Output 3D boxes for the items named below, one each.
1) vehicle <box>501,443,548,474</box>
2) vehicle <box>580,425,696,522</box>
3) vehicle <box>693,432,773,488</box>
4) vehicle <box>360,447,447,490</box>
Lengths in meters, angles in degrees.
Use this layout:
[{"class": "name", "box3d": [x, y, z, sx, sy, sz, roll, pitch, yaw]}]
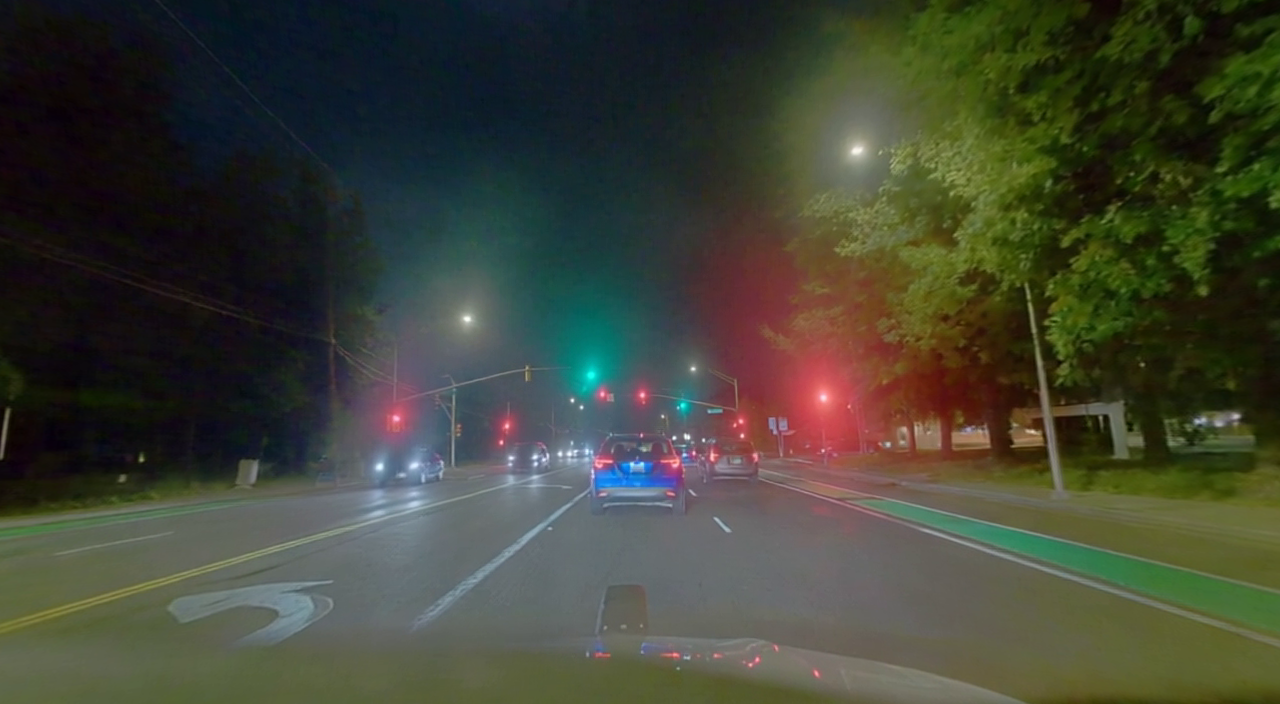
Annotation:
[{"class": "vehicle", "box3d": [-6.907, 6.396, 38.211, 2.005, 1.729, 4.293, 0, -8, 0]}, {"class": "vehicle", "box3d": [-0.026, 2.503, 13.457, 2.109, 1.730, 3.963, 0, -8, 0]}, {"class": "vehicle", "box3d": [3.223, 3.863, 22.841, 2.189, 1.815, 4.495, 0, -8, 0]}, {"class": "vehicle", "box3d": [-9.966, 4.911, 26.985, 1.886, 1.666, 4.575, 0, -8, 0]}]
